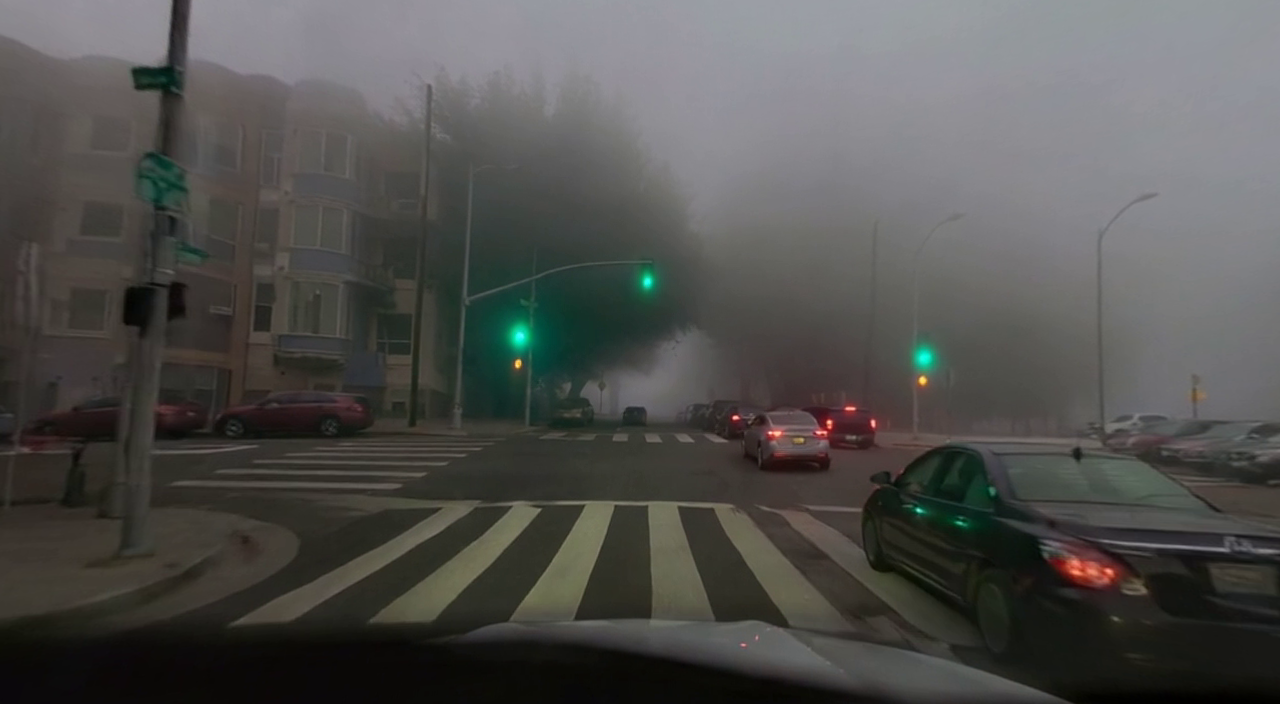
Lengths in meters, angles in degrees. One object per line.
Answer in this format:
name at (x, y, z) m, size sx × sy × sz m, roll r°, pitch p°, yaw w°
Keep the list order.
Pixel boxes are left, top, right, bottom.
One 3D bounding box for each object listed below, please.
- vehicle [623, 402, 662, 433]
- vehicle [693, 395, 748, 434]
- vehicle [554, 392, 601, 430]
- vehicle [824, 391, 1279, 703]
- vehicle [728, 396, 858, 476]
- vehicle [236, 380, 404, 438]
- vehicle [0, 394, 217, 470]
vehicle at (0.149, 3.496, 33.227) m, size 1.923 × 1.460 × 3.923 m, roll 0°, pitch -8°, yaw 1°
vehicle at (3.769, 3.048, 30.209) m, size 2.093 × 1.655 × 4.327 m, roll 0°, pitch -8°, yaw 0°
vehicle at (-2.841, 2.784, 29.246) m, size 1.878 × 1.521 × 3.697 m, roll 0°, pitch -8°, yaw -1°
vehicle at (3.071, 1.199, 4.590) m, size 2.055 × 1.450 × 4.676 m, roll 0°, pitch -8°, yaw 0°
vehicle at (3.279, 1.785, 14.350) m, size 1.970 × 1.490 × 4.016 m, roll 0°, pitch -3°, yaw 0°
vehicle at (-10.314, 1.916, 20.596) m, size 4.304 × 1.755 × 2.083 m, roll -1°, pitch -8°, yaw 1°
vehicle at (-12.345, 1.735, 14.085) m, size 4.507 × 1.455 × 1.927 m, roll -1°, pitch -1°, yaw 2°
